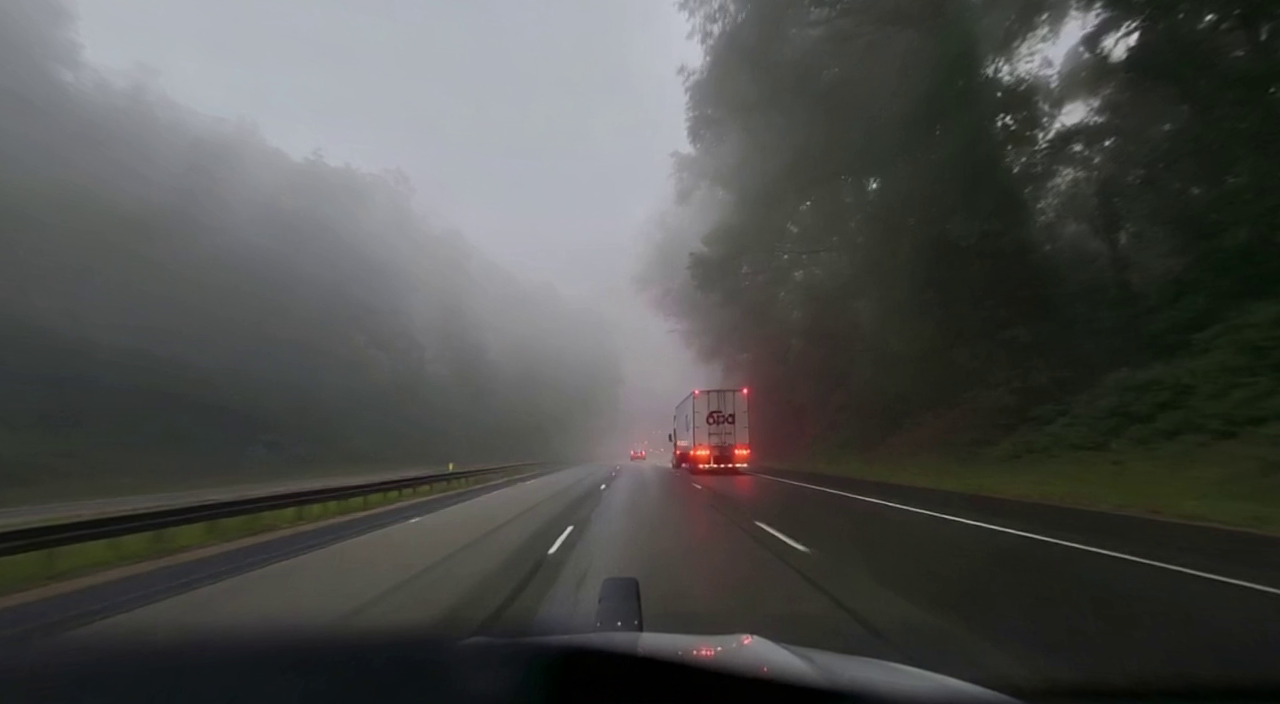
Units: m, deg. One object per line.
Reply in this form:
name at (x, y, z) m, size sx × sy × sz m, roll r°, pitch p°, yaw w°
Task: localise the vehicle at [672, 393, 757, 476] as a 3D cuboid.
vehicle at (3.947, 5.076, 37.467) m, size 2.973 × 4.007 × 14.076 m, roll 0°, pitch -9°, yaw -1°
